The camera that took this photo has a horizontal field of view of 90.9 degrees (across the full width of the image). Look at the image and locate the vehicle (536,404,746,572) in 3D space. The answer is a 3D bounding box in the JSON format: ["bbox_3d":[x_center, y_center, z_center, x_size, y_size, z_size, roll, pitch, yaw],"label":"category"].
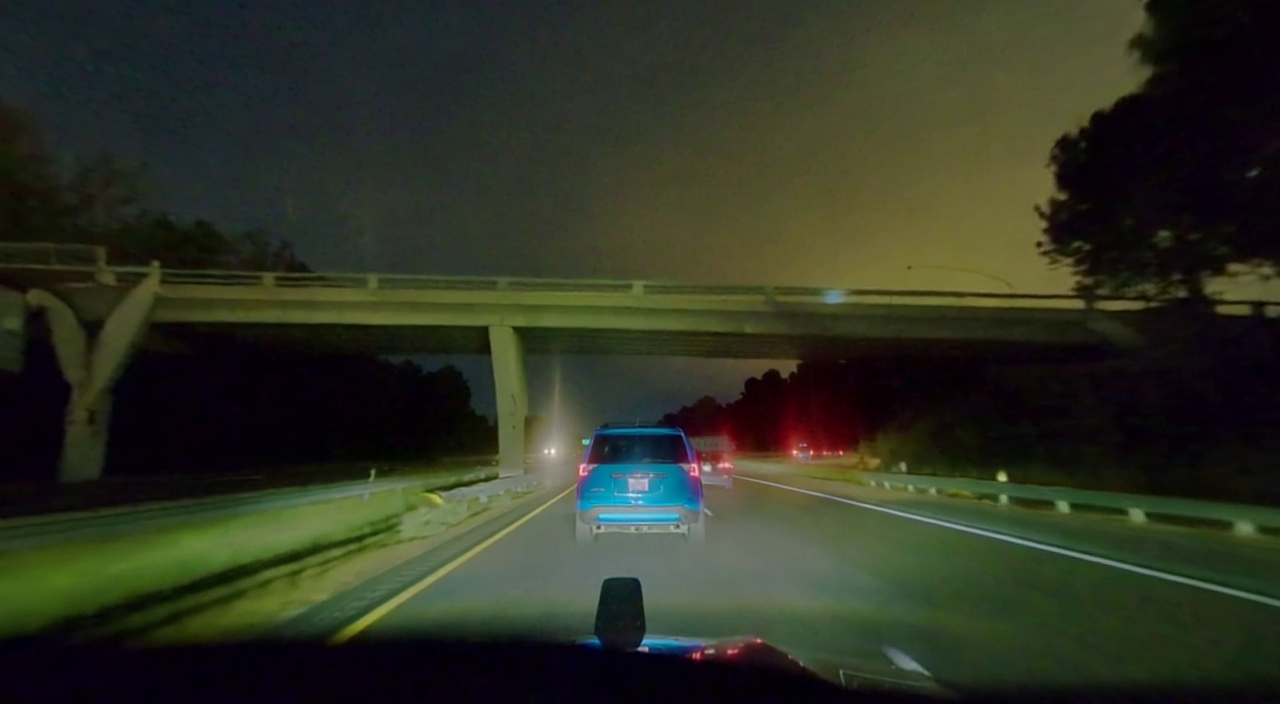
[{"bbox_3d":[0.013,1.799,8.989,2.288,1.823,4.059,0,-9,0],"label":"vehicle"}]
